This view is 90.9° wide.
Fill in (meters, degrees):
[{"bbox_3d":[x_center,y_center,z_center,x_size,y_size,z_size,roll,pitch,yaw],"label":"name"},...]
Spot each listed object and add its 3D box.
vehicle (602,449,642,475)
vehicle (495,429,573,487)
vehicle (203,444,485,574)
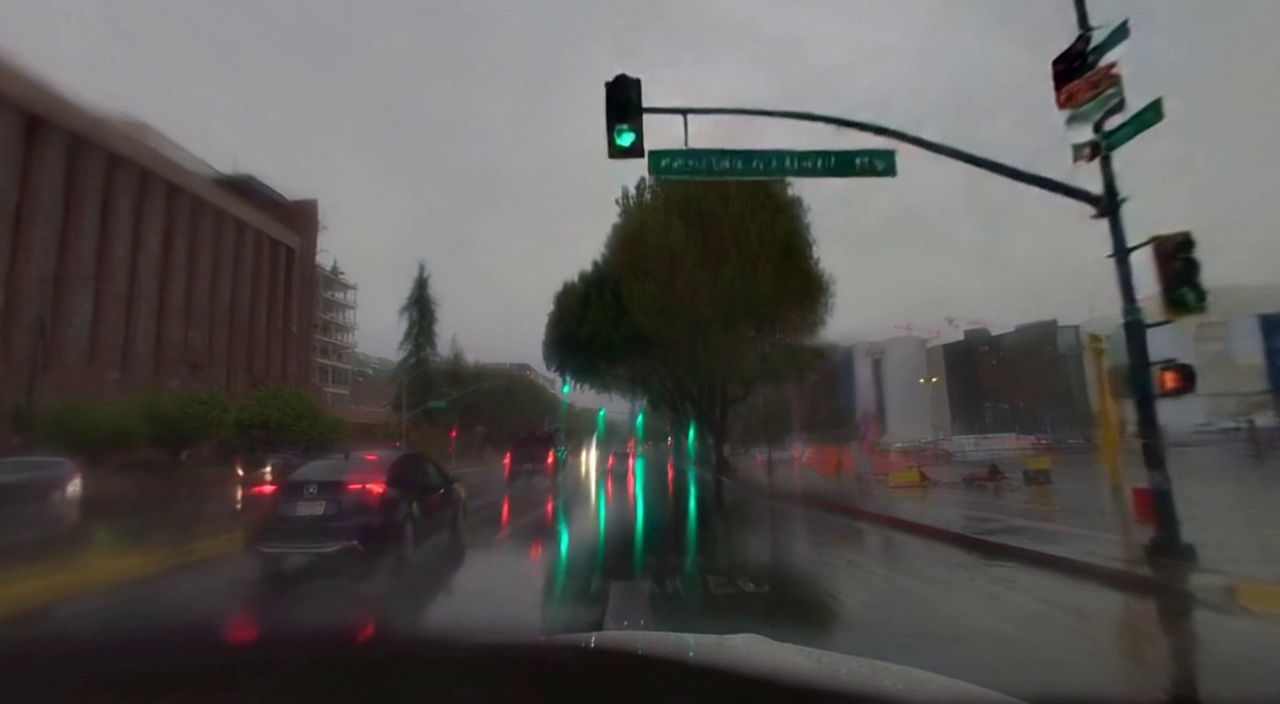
[{"bbox_3d":[-0.983,6.311,36.412,2.171,1.422,4.146,0,-9,-1],"label":"vehicle"},{"bbox_3d":[-4.051,4.151,24.928,2.240,2.054,4.662,0,-9,0],"label":"vehicle"},{"bbox_3d":[-3.806,2.069,9.223,1.959,1.406,4.527,0,-9,-1],"label":"vehicle"}]
